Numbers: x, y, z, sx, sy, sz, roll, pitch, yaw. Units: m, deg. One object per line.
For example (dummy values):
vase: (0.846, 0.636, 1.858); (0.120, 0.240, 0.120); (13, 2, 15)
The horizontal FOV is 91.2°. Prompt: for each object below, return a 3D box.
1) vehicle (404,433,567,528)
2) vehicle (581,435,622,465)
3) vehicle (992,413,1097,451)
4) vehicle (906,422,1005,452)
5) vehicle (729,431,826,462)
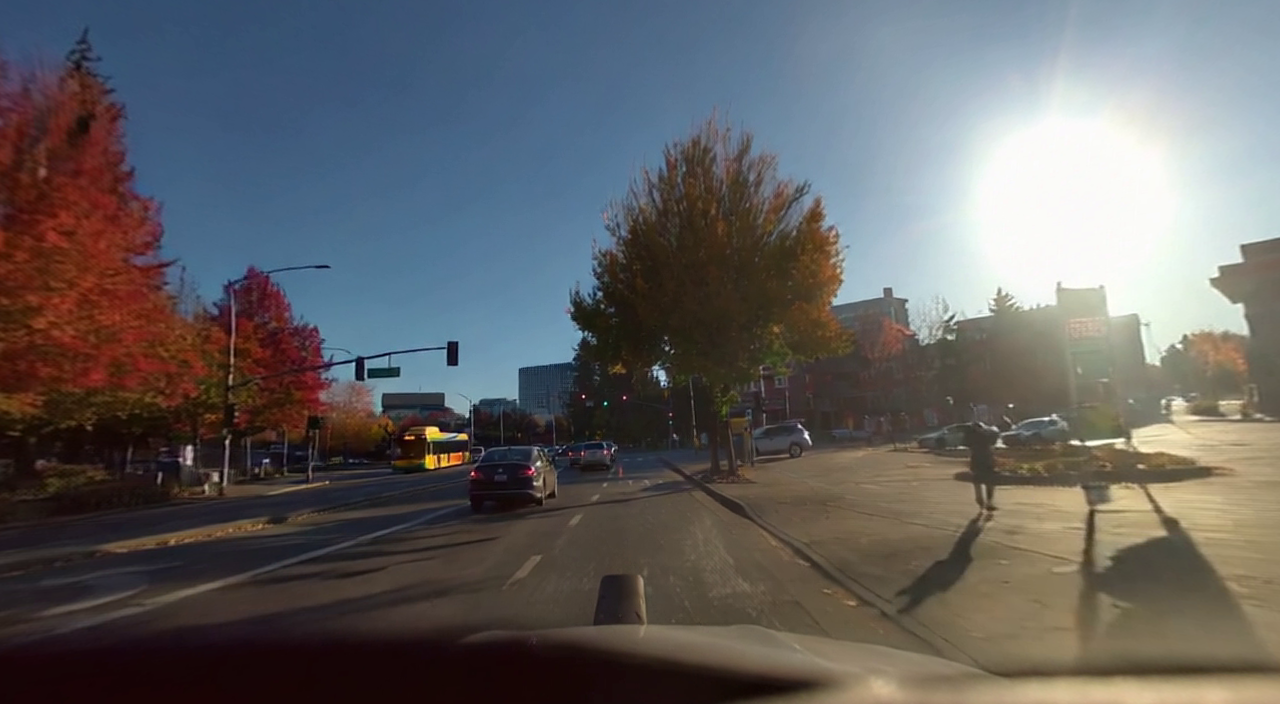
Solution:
vehicle: (-2.745, 2.404, 12.231); (2.092, 1.507, 4.078); (0, -9, 1)
vehicle: (-2.341, 6.129, 39.030); (2.365, 1.751, 3.904); (0, -9, 0)
vehicle: (21.135, 4.198, 32.860); (4.172, 1.687, 1.773); (-4, -9, -1)
vehicle: (16.531, 4.515, 32.965); (4.064, 1.507, 2.078); (0, -9, 1)
vehicle: (7.593, 5.270, 35.045); (4.894, 1.451, 2.089); (-3, -8, 1)
